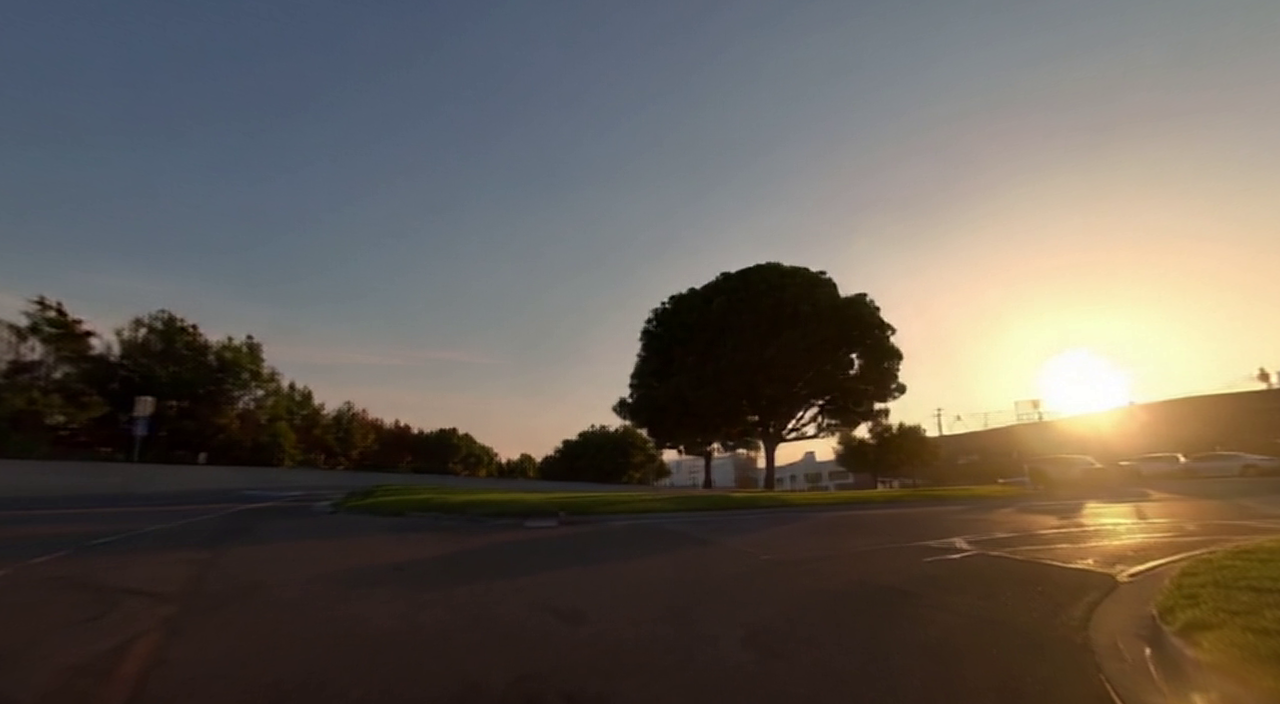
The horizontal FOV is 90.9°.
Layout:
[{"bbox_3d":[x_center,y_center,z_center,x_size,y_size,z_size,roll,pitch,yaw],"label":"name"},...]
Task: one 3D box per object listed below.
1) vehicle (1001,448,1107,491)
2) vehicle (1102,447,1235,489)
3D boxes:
[{"bbox_3d":[17.247,4.975,26.515,1.944,1.608,3.715,1,-12,1],"label":"vehicle"},{"bbox_3d":[20.785,4.631,25.020,1.833,1.490,3.705,2,-11,-5],"label":"vehicle"}]
